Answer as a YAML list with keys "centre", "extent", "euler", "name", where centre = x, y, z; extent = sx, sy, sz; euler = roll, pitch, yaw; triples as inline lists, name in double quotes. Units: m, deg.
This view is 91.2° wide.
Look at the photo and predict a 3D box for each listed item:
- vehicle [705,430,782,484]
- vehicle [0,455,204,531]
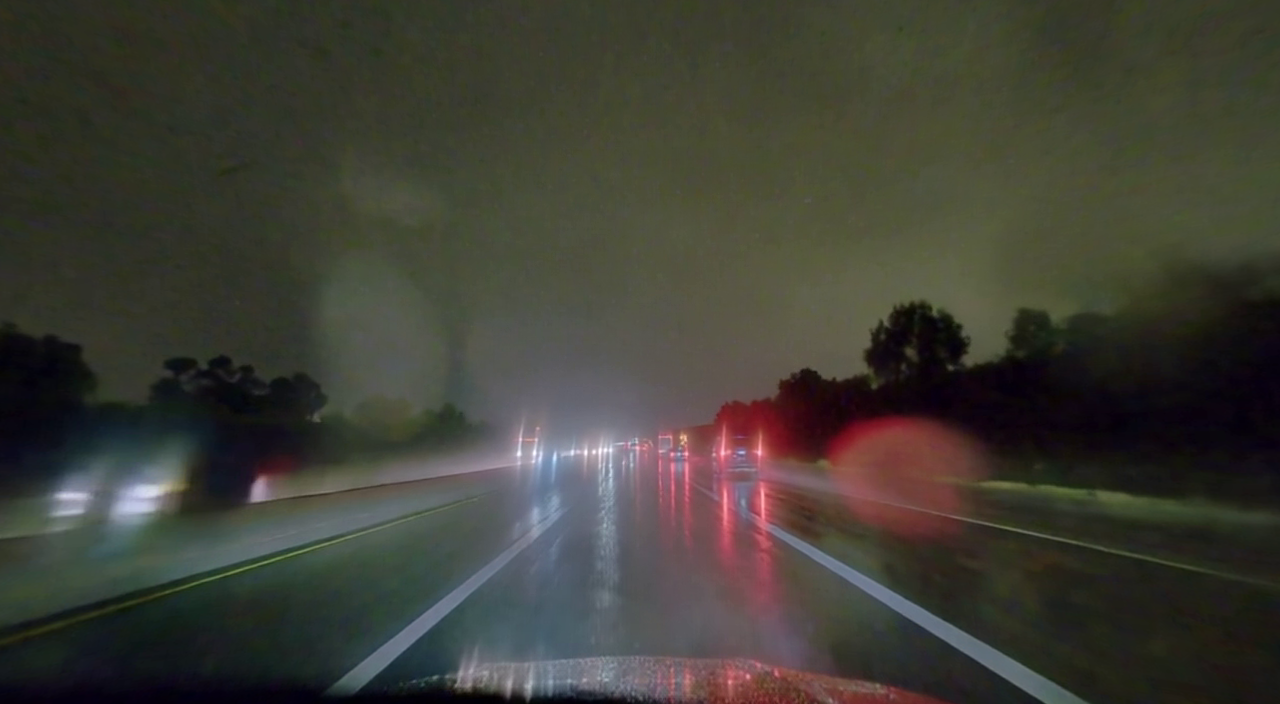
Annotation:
- centre: [4.038, 4.227, 25.382]
  extent: [2.177, 1.914, 5.245]
  euler: [0, -9, 0]
  name: "vehicle"
- centre: [-12.870, 3.307, 15.189]
  extent: [1.817, 1.546, 3.767]
  euler: [0, -9, 0]
  name: "vehicle"
